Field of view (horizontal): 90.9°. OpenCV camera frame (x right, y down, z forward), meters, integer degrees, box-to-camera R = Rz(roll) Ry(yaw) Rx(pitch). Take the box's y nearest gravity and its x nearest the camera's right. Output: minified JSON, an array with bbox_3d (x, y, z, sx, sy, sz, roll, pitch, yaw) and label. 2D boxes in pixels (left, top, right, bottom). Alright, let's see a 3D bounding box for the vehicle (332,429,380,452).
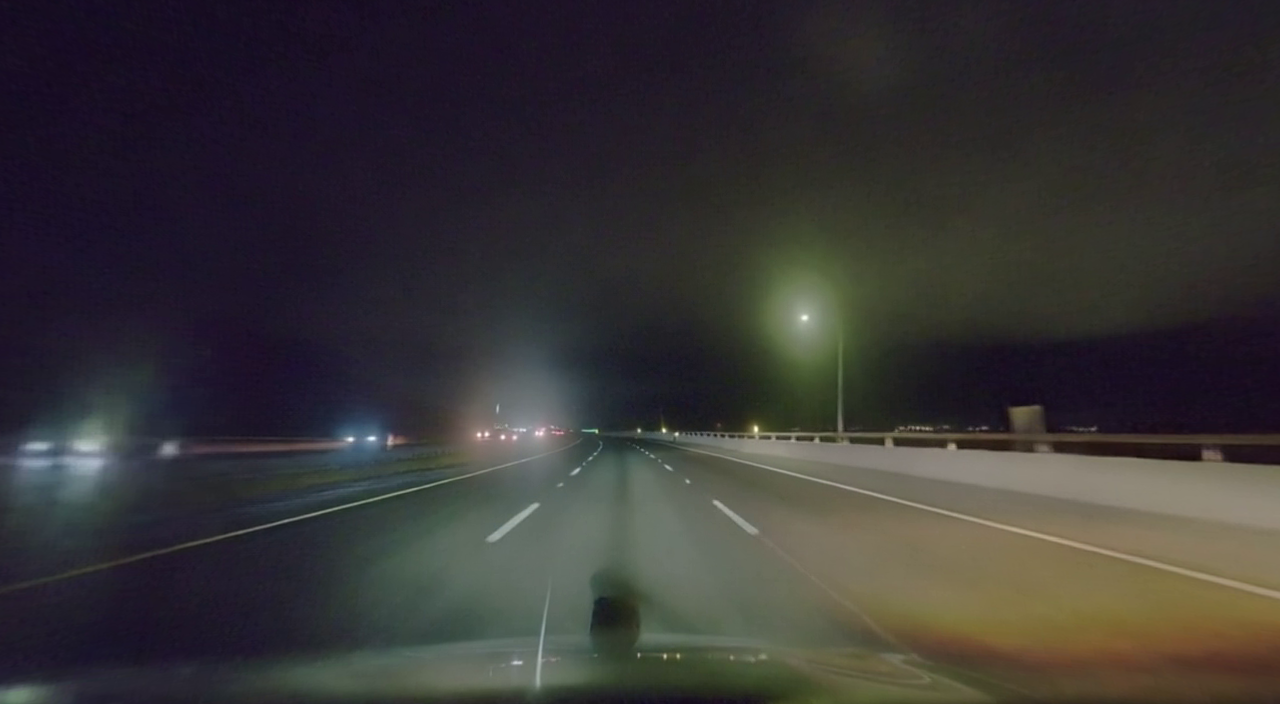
[{"bbox_3d":[-22.068,6.865,49.175,1.898,1.708,4.298,1,-8,-3],"label":"vehicle"}]
